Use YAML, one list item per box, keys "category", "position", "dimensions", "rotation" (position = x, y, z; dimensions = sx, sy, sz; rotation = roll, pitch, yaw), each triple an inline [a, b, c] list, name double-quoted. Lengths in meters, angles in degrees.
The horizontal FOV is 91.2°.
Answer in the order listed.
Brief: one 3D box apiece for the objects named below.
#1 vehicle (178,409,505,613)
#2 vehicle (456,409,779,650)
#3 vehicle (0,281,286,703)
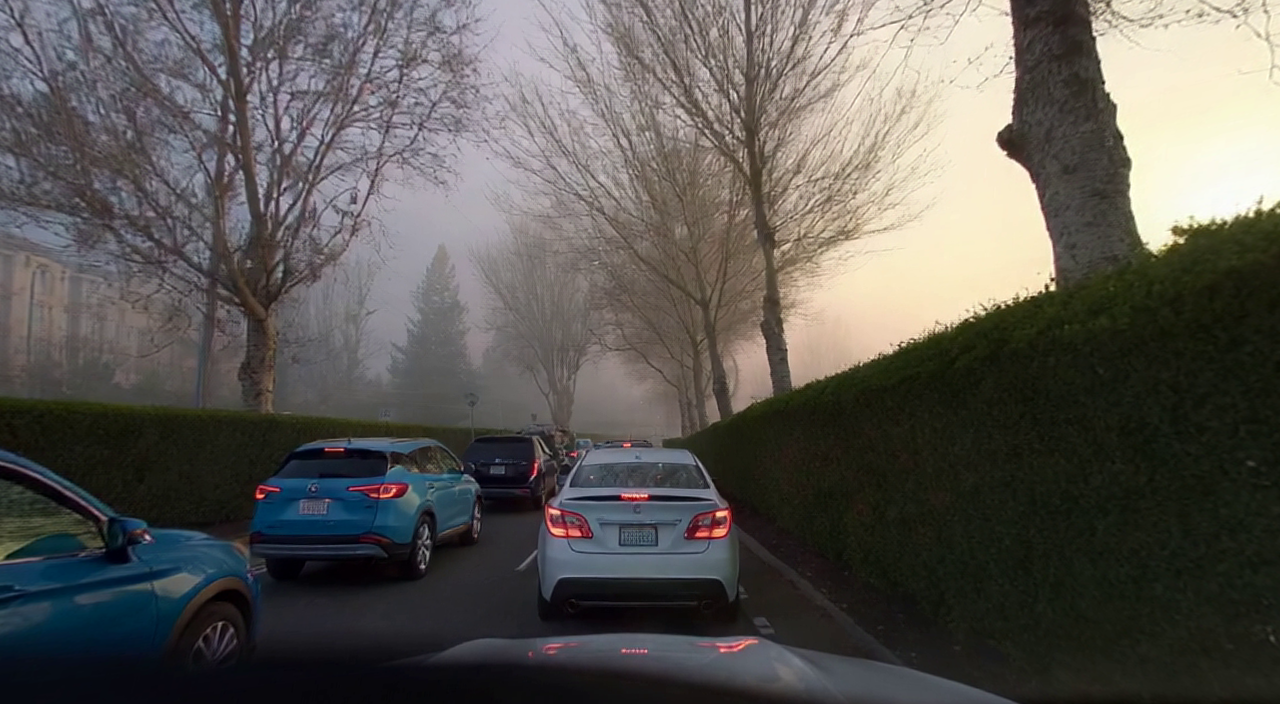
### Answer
- category: "vehicle"
  position: [-3.408, 1.855, 8.320]
  dimensions: [2.256, 1.728, 4.421]
  rotation: [-6, -8, -2]
- category: "vehicle"
  position: [-0.174, 1.503, 6.276]
  dimensions: [2.154, 1.581, 4.007]
  rotation: [0, -9, -1]
- category: "vehicle"
  position: [-3.287, 0.671, 1.259]
  dimensions: [2.205, 1.913, 5.327]
  rotation: [-6, -8, -2]
